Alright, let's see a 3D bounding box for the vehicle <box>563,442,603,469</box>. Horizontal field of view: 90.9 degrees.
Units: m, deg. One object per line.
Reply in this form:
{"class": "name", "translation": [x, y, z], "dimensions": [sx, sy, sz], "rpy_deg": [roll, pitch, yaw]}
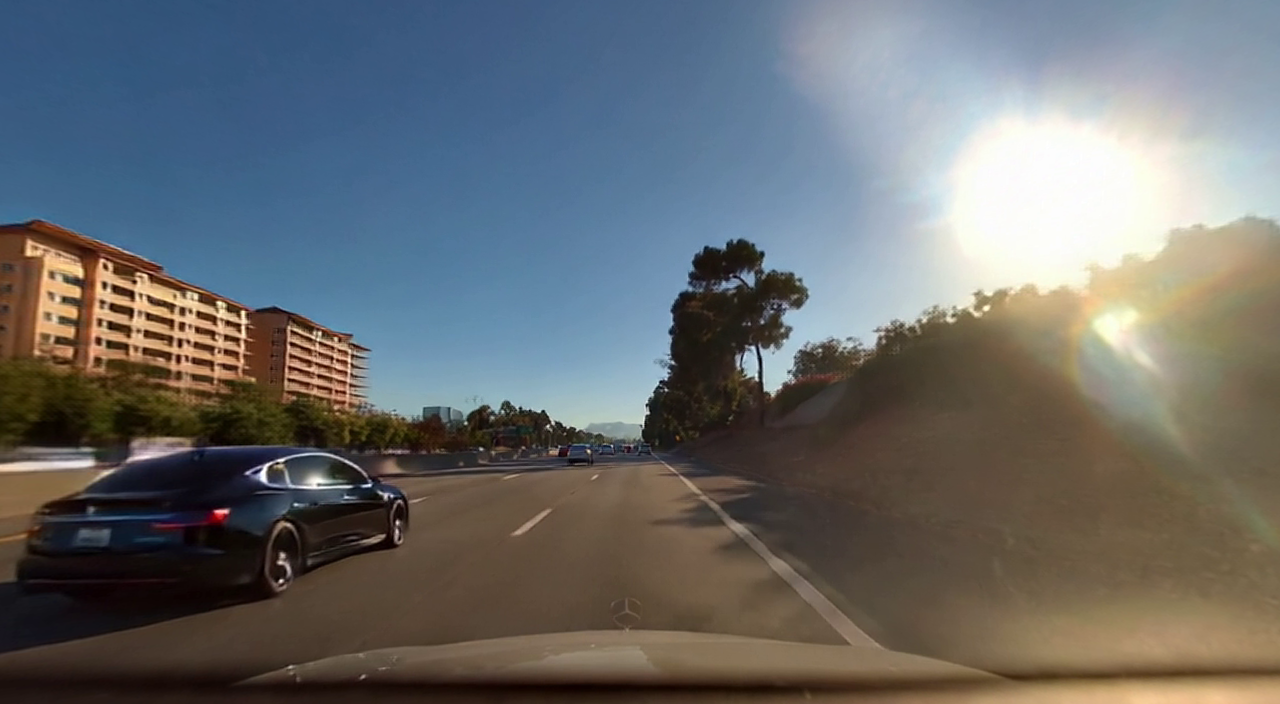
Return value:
{"class": "vehicle", "translation": [-3.278, 6.034, 37.106], "dimensions": [1.926, 1.464, 4.186], "rpy_deg": [0, -8, 0]}

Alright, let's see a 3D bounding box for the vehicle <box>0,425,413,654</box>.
{"class": "vehicle", "translation": [-4.160, 1.543, 6.358], "dimensions": [2.083, 1.471, 4.350], "rpy_deg": [0, -8, 1]}
